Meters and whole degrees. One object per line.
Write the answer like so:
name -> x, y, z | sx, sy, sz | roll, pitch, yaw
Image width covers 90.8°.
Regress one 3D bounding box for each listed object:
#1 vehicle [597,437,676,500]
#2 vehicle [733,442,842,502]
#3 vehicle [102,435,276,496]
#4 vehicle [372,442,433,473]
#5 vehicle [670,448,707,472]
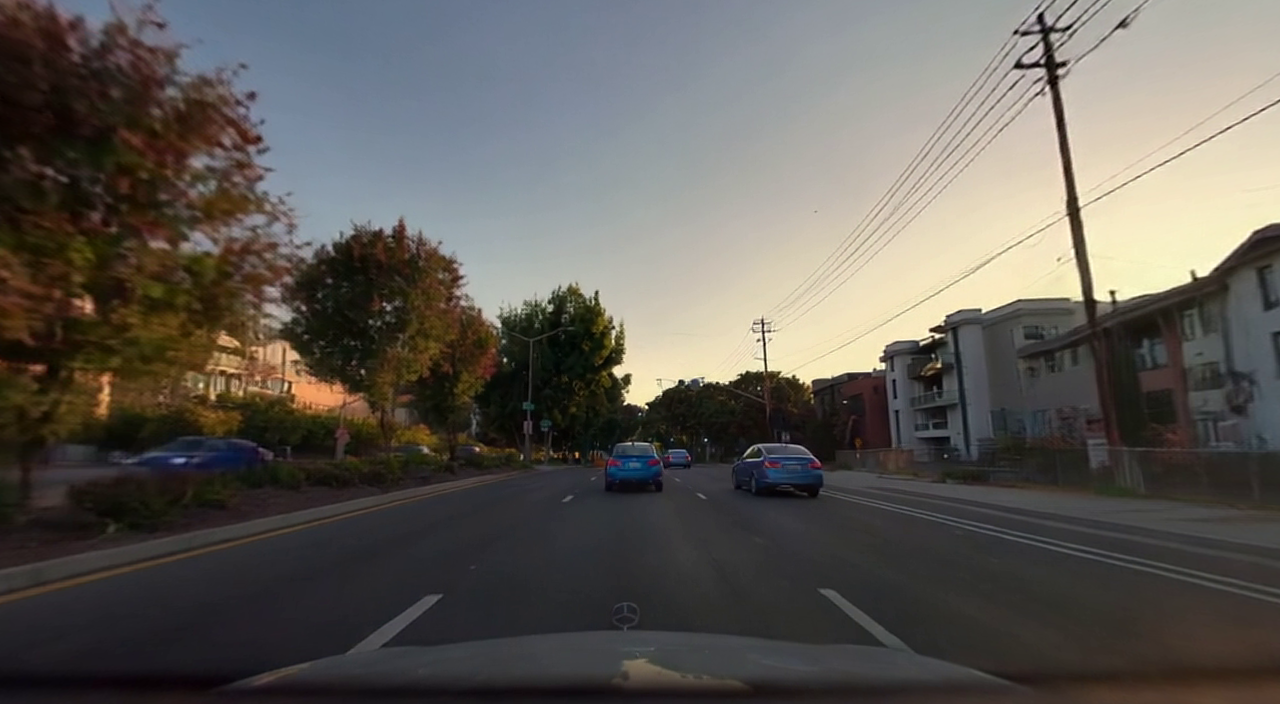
vehicle -> -0.132, 3.334, 18.522 | 2.073, 1.606, 3.933 | 0, -8, -1
vehicle -> 4.158, 3.443, 18.644 | 2.086, 1.534, 4.351 | 0, -8, -1
vehicle -> -13.549, 3.407, 19.421 | 1.982, 1.639, 4.553 | 0, -8, 0
vehicle -> -14.309, 6.344, 38.375 | 2.064, 1.745, 4.495 | 0, -8, -1
vehicle -> 3.120, 7.045, 41.508 | 2.054, 1.461, 4.321 | 0, -8, -1
